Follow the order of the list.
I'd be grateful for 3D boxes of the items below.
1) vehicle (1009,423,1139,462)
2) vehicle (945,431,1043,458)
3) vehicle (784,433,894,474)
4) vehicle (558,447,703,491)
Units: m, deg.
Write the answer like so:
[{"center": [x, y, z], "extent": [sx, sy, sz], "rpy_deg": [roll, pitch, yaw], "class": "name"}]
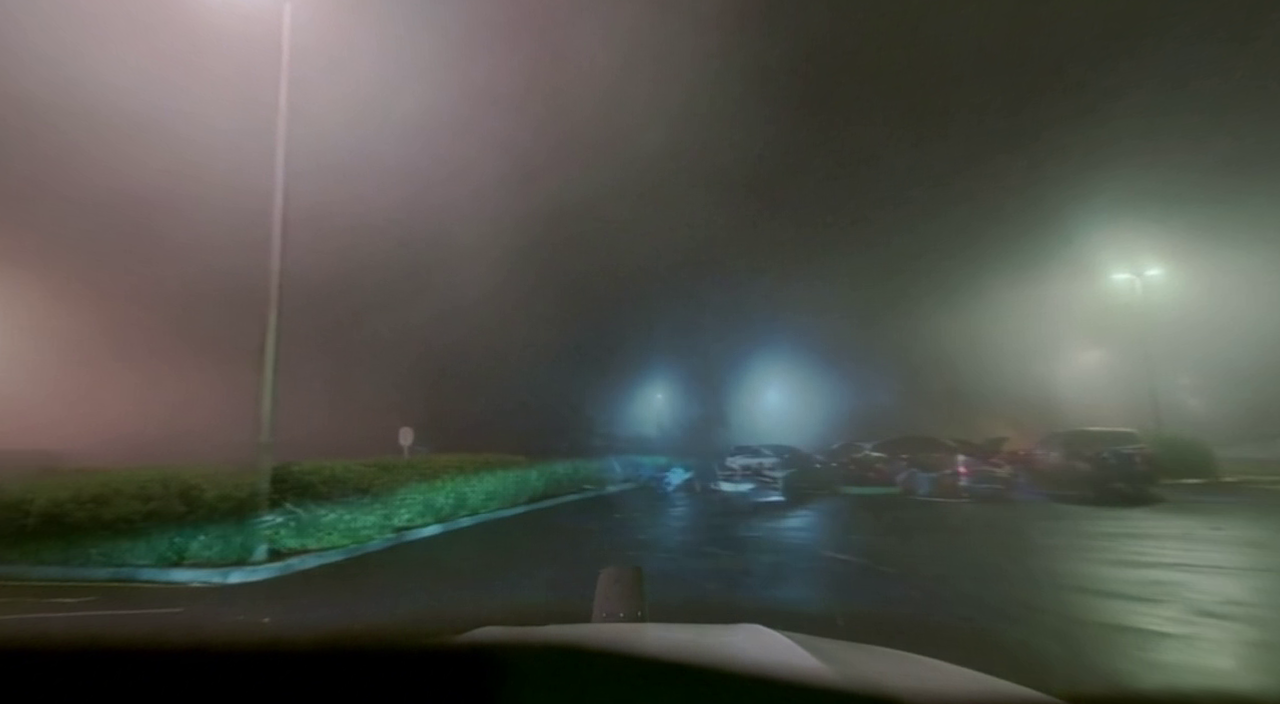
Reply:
[{"center": [21.060, 4.465, 30.871], "extent": [4.660, 1.687, 1.981], "rpy_deg": [-3, -11, 11], "class": "vehicle"}, {"center": [20.841, 5.482, 37.349], "extent": [4.601, 1.484, 1.839], "rpy_deg": [-2, -9, 8], "class": "vehicle"}, {"center": [8.033, 4.127, 25.754], "extent": [4.030, 1.556, 2.057], "rpy_deg": [-3, -9, 16], "class": "vehicle"}, {"center": [-0.294, 4.123, 22.514], "extent": [4.772, 1.441, 1.976], "rpy_deg": [-3, -9, 15], "class": "vehicle"}]
